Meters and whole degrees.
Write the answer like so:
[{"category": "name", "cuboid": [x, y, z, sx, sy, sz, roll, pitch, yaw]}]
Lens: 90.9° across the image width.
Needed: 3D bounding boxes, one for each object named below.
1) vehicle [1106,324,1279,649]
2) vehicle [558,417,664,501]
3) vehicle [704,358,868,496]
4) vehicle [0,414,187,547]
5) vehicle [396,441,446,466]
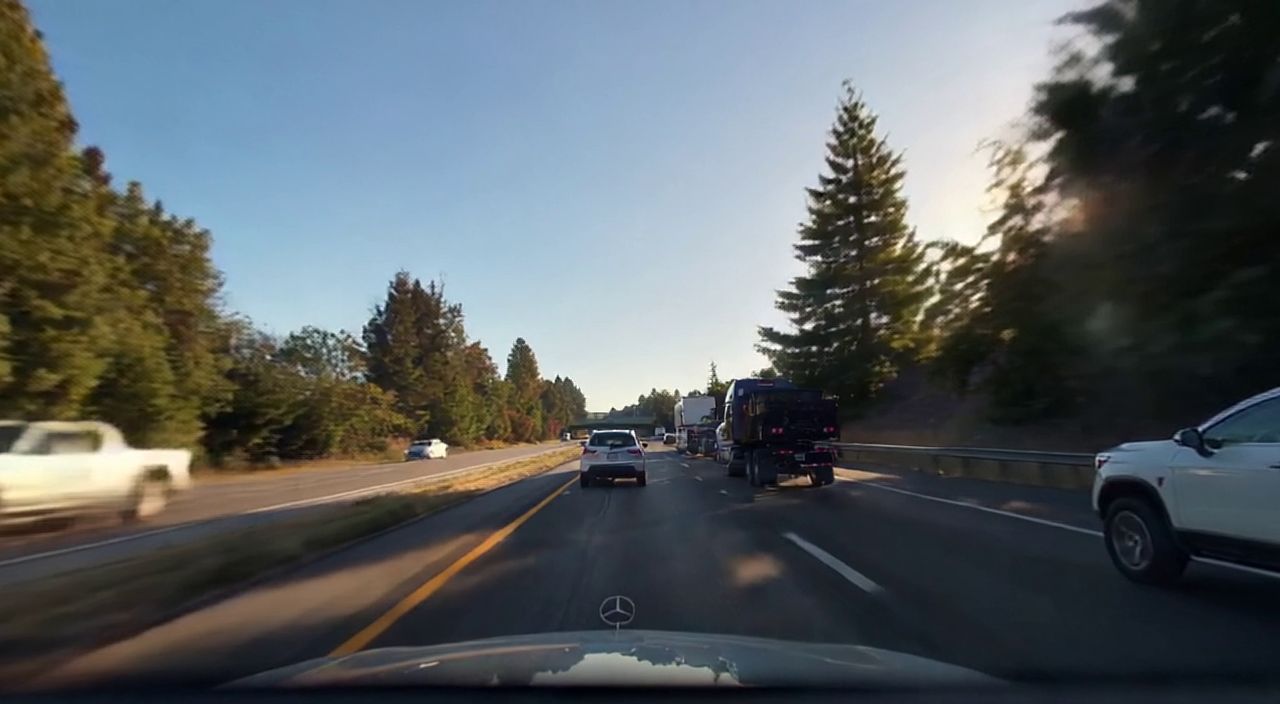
[{"category": "vehicle", "cuboid": [4.789, 0.707, 3.060, 2.011, 1.905, 3.905, 0, -7, 0]}, {"category": "vehicle", "cuboid": [-0.589, 2.364, 14.437, 2.082, 1.638, 4.055, 0, -7, -1]}, {"category": "vehicle", "cuboid": [3.624, 2.184, 18.132, 2.723, 3.027, 8.478, 0, -7, 0]}, {"category": "vehicle", "cuboid": [-9.314, 1.819, 9.323, 2.012, 1.703, 4.298, 0, -8, 0]}, {"category": "vehicle", "cuboid": [-13.528, 6.250, 39.121, 1.787, 1.453, 3.660, 0, -7, 0]}]
